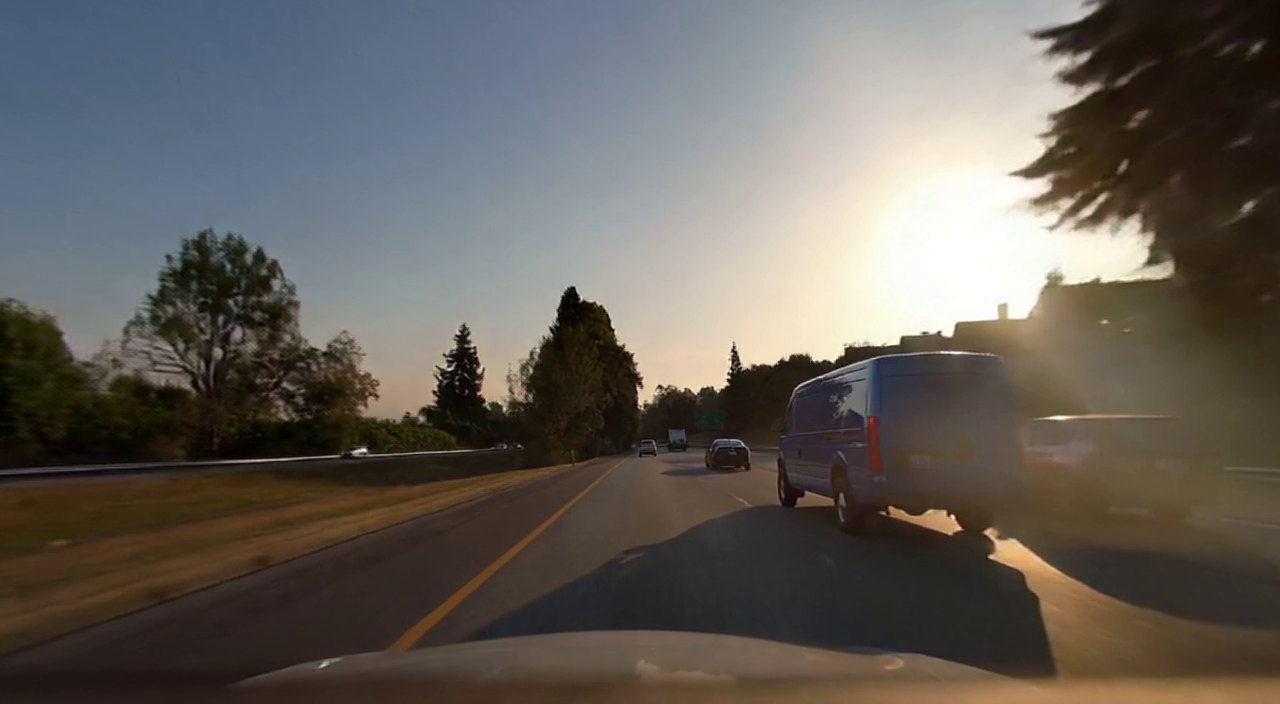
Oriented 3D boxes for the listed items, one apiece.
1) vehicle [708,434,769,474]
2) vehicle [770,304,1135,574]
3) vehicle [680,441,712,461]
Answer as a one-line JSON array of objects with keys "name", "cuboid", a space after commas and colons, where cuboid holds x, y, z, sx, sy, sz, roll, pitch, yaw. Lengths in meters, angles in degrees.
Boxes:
[{"name": "vehicle", "cuboid": [4.389, 4.643, 28.846, 2.034, 1.651, 4.342, 0, -8, -1]}, {"name": "vehicle", "cuboid": [3.673, 1.263, 9.238, 2.302, 2.670, 5.912, 0, -8, 1]}, {"name": "vehicle", "cuboid": [4.265, 7.588, 48.357, 2.050, 1.448, 4.123, 0, -8, -1]}]
